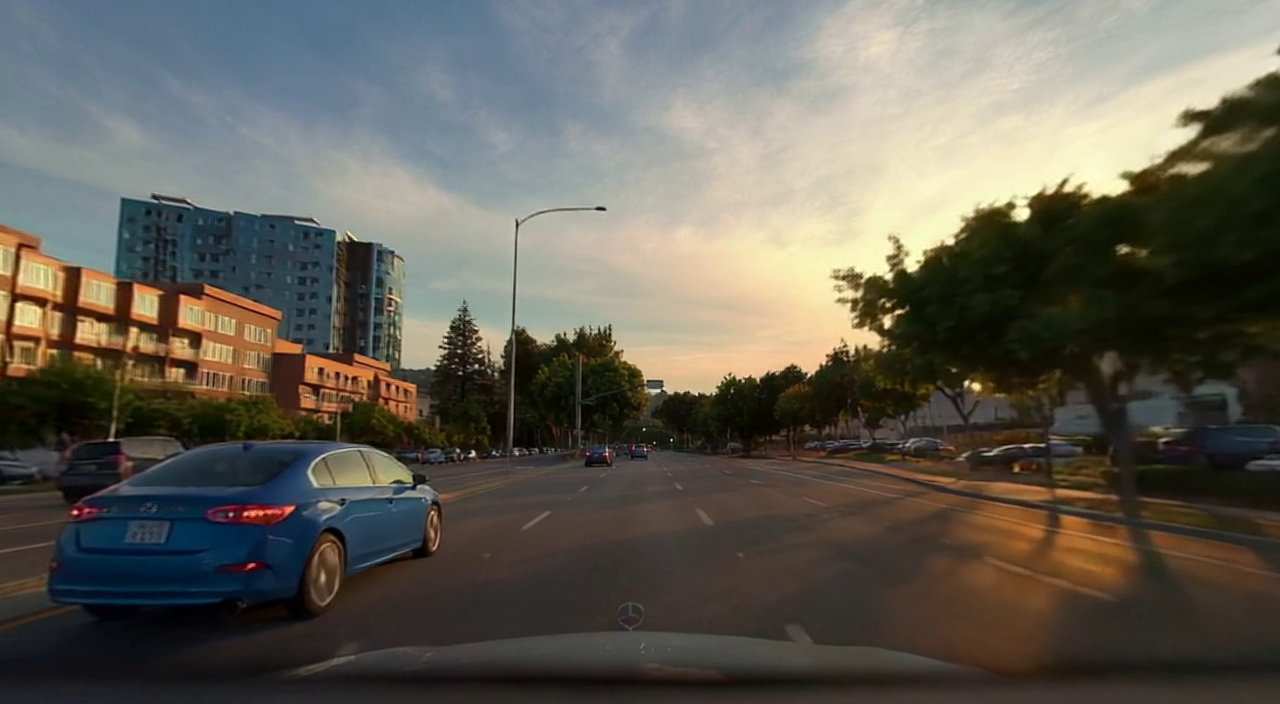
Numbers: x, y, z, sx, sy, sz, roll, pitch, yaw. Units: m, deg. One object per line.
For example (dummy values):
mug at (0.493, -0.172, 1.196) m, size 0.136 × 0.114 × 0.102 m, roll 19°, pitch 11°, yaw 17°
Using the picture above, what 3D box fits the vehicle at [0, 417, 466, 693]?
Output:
vehicle at (-3.369, 1.553, 6.033) m, size 2.009 × 1.489 × 4.543 m, roll -5°, pitch -8°, yaw 0°
